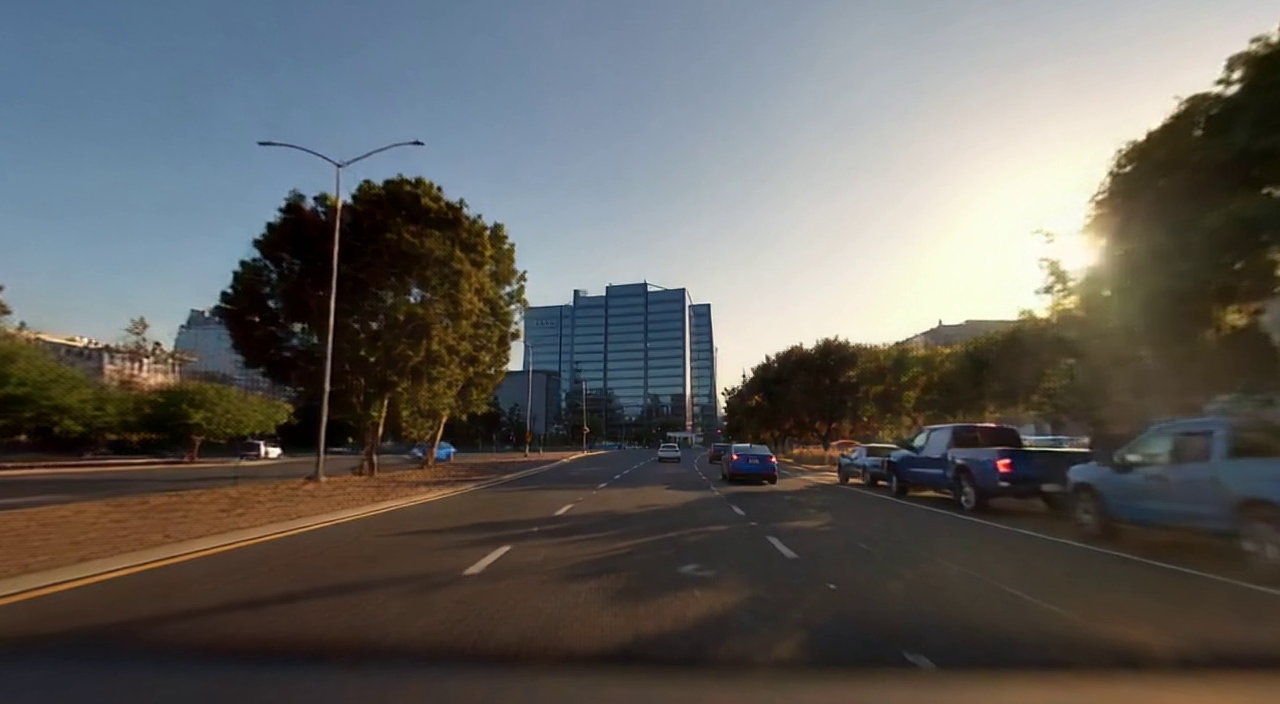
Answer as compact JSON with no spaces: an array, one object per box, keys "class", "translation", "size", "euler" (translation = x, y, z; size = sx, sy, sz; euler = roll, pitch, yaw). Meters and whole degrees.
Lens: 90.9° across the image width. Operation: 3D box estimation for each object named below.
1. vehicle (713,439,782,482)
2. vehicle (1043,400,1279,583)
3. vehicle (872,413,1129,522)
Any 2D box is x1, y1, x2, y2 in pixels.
[{"class":"vehicle","translation":[4.128,4.239,24.900],"size":[1.981,1.499,4.536],"euler":[0,-8,1]},{"class":"vehicle","translation":[7.415,1.565,7.518],"size":[2.104,1.801,4.628],"euler":[0,-8,0]},{"class":"vehicle","translation":[7.905,2.636,15.033],"size":[2.410,1.997,6.477],"euler":[0,-8,1]}]
